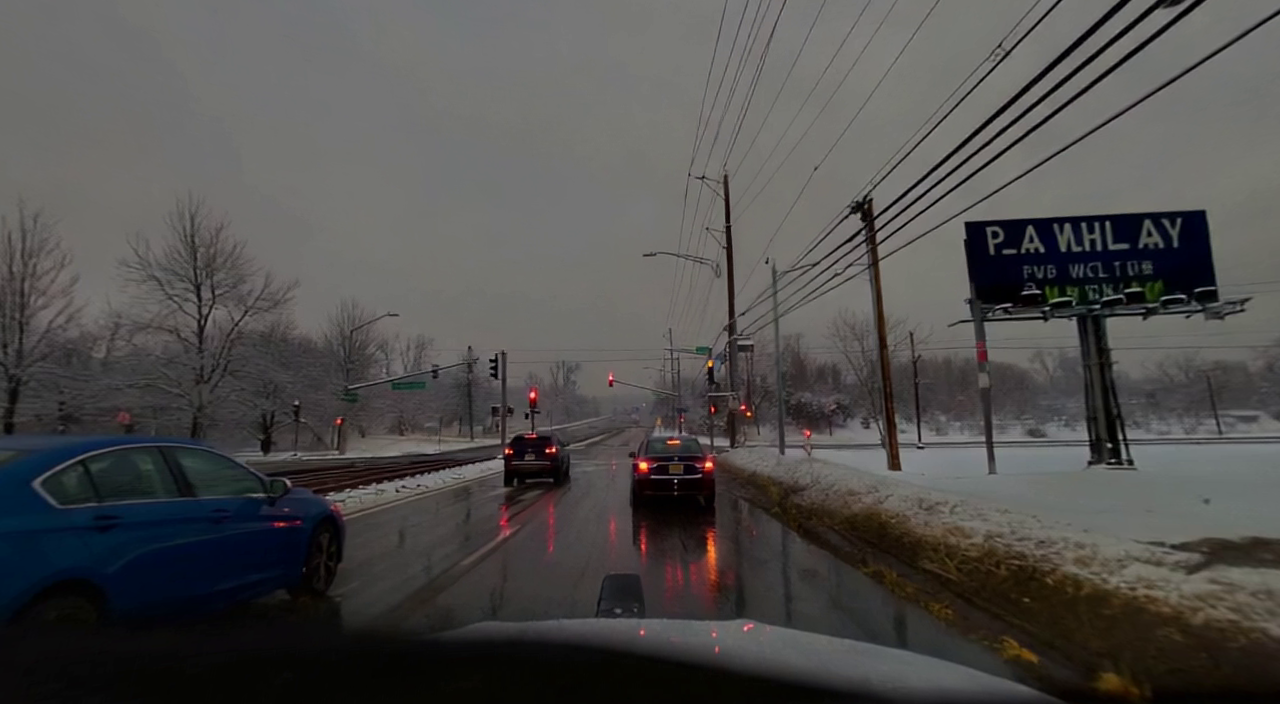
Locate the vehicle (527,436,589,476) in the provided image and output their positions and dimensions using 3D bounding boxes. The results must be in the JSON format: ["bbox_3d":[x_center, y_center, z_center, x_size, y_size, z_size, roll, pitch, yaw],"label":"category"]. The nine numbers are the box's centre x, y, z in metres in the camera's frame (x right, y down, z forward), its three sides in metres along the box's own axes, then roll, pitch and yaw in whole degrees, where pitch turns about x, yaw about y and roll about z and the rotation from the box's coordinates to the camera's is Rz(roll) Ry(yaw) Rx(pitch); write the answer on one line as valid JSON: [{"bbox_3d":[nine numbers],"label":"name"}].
[{"bbox_3d":[-3.224,4.188,25.603,1.984,1.505,4.047,0,-9,-1],"label":"vehicle"}]

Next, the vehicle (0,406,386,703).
[{"bbox_3d":[-3.562,1.186,4.049,1.956,1.468,4.585,0,-9,0],"label":"vehicle"}]

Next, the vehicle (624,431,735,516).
[{"bbox_3d":[0.662,2.506,13.512,1.998,1.529,3.960,0,-9,-2],"label":"vehicle"}]
